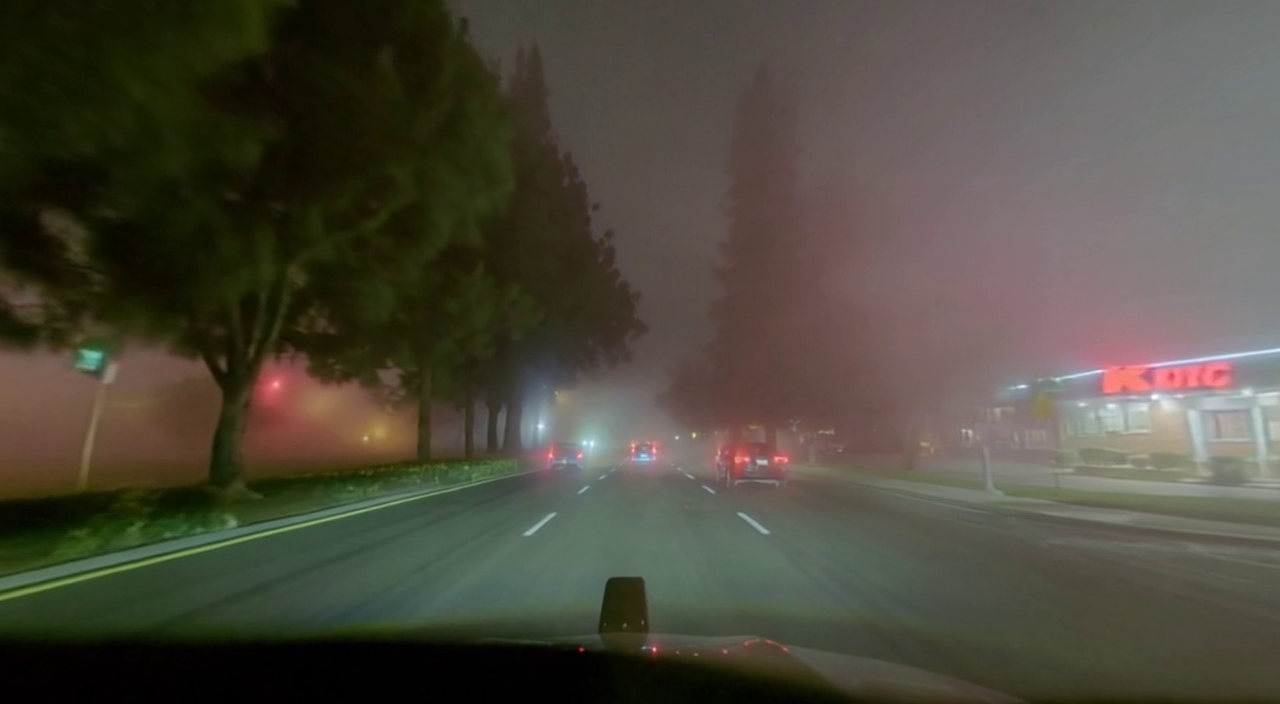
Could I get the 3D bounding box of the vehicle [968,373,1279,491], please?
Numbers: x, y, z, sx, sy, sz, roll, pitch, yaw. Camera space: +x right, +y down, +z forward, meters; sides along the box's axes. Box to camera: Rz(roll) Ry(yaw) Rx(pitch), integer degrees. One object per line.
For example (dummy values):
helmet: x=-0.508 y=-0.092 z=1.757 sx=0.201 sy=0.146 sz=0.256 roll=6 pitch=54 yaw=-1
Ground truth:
vehicle: x=14.680 y=2.383 z=18.382 sx=8.343 sy=3.028 sz=3.002 roll=-1 pitch=-10 yaw=3

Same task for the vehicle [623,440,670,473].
vehicle: x=0.283 y=4.998 z=30.377 sx=2.059 sy=1.477 sz=4.216 roll=0 pitch=-8 yaw=0

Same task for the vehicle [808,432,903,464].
vehicle: x=13.503 y=6.082 z=39.796 sx=5.144 sy=1.834 sz=2.188 roll=-2 pitch=-9 yaw=2

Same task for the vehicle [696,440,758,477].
vehicle: x=3.730 y=4.664 z=27.824 sx=2.012 sy=1.462 sz=4.400 roll=0 pitch=-8 yaw=-1

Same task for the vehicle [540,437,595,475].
vehicle: x=-3.255 y=4.765 z=29.106 sx=1.995 sy=1.607 sz=4.086 roll=0 pitch=-8 yaw=1
